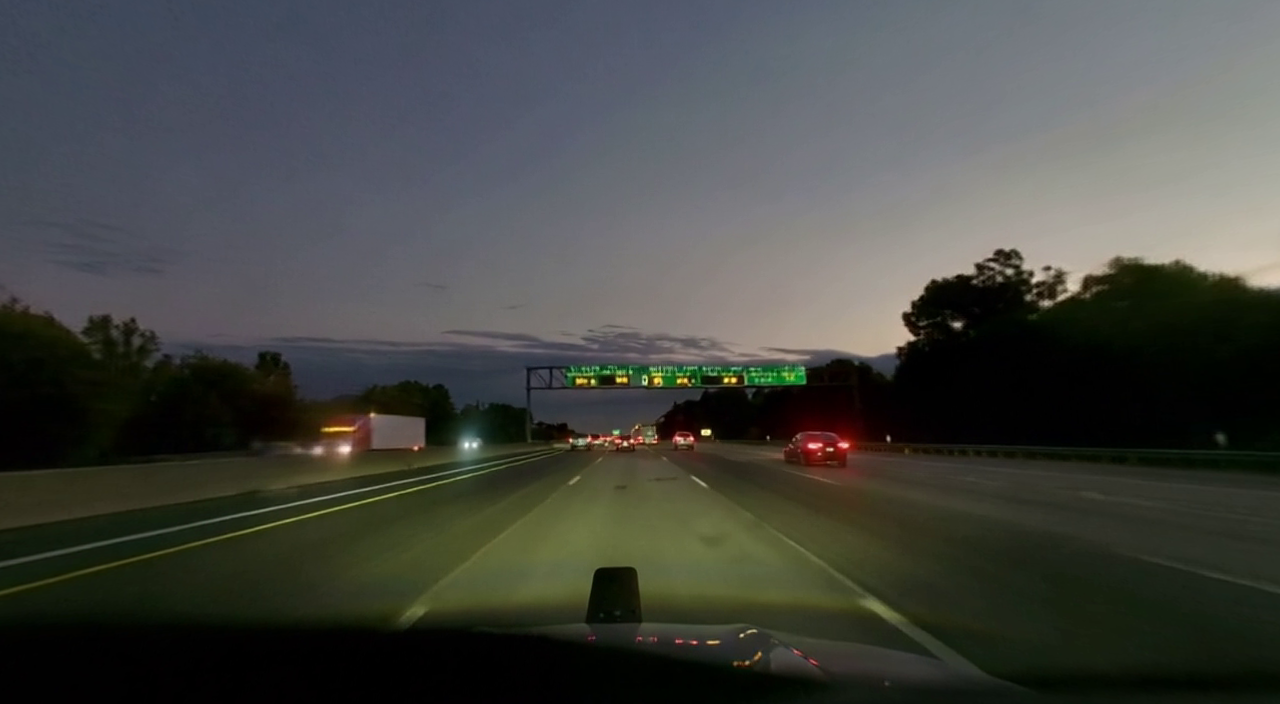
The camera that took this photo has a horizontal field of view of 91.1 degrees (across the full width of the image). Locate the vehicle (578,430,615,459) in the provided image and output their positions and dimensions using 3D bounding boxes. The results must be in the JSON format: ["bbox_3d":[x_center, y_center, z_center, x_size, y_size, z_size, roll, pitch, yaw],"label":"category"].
[{"bbox_3d":[-2.593,5.581,38.194,2.119,1.629,3.946,0,-8,-2],"label":"vehicle"}]

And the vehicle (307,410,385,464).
[{"bbox_3d":[-22.125,6.439,47.769,2.957,3.789,5.977,0,-8,-1],"label":"vehicle"}]

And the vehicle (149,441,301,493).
[{"bbox_3d":[-13.527,3.732,20.914,1.971,1.497,4.539,0,-8,0],"label":"vehicle"}]

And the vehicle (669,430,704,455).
[{"bbox_3d":[3.244,6.387,44.587,2.066,1.673,4.225,0,-8,-2],"label":"vehicle"}]
